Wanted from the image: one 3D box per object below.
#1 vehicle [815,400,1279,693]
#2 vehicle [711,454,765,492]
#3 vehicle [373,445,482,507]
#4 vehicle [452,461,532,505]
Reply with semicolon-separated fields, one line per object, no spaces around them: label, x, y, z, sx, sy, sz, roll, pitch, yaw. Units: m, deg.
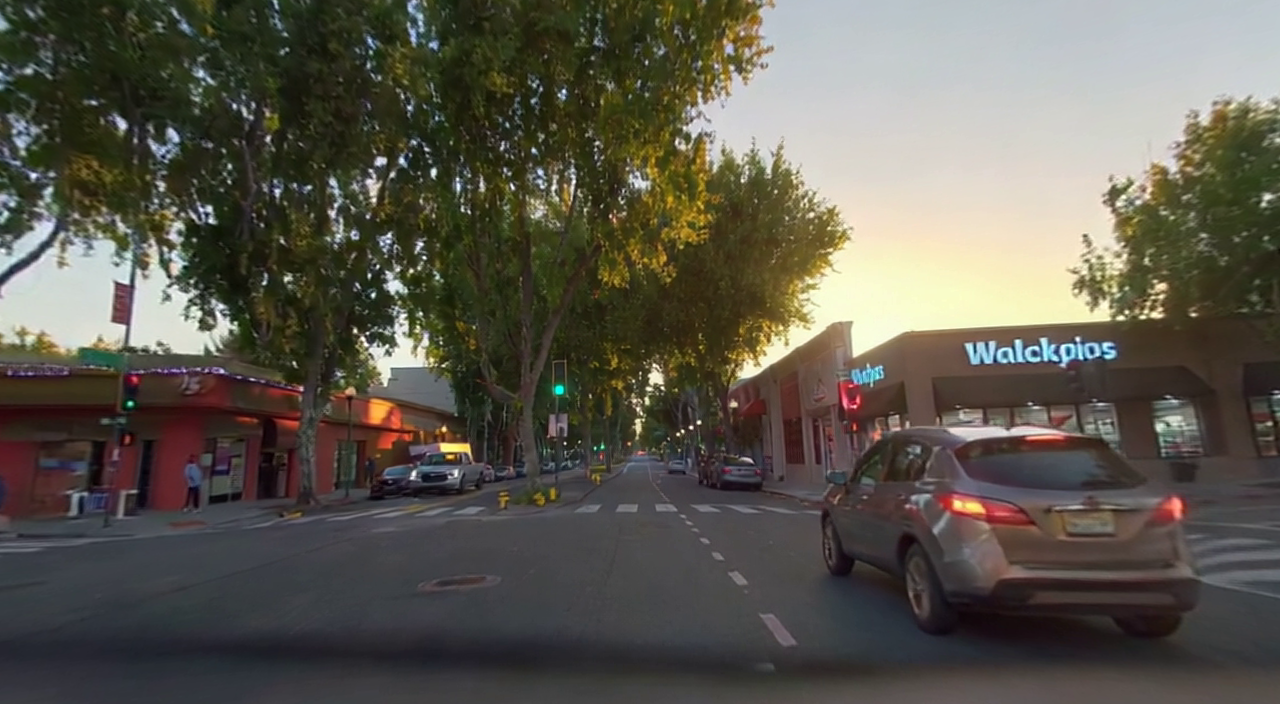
vehicle;2.739;1.318;5.083;1.822;1.654;2.794;0;-8;0
vehicle;5.200;6.479;34.143;2.010;1.844;4.386;0;-8;-2
vehicle;-8.753;5.107;26.769;2.489;2.323;5.843;0;-8;1
vehicle;-5.729;5.122;25.020;1.983;1.438;4.559;0;-8;1
